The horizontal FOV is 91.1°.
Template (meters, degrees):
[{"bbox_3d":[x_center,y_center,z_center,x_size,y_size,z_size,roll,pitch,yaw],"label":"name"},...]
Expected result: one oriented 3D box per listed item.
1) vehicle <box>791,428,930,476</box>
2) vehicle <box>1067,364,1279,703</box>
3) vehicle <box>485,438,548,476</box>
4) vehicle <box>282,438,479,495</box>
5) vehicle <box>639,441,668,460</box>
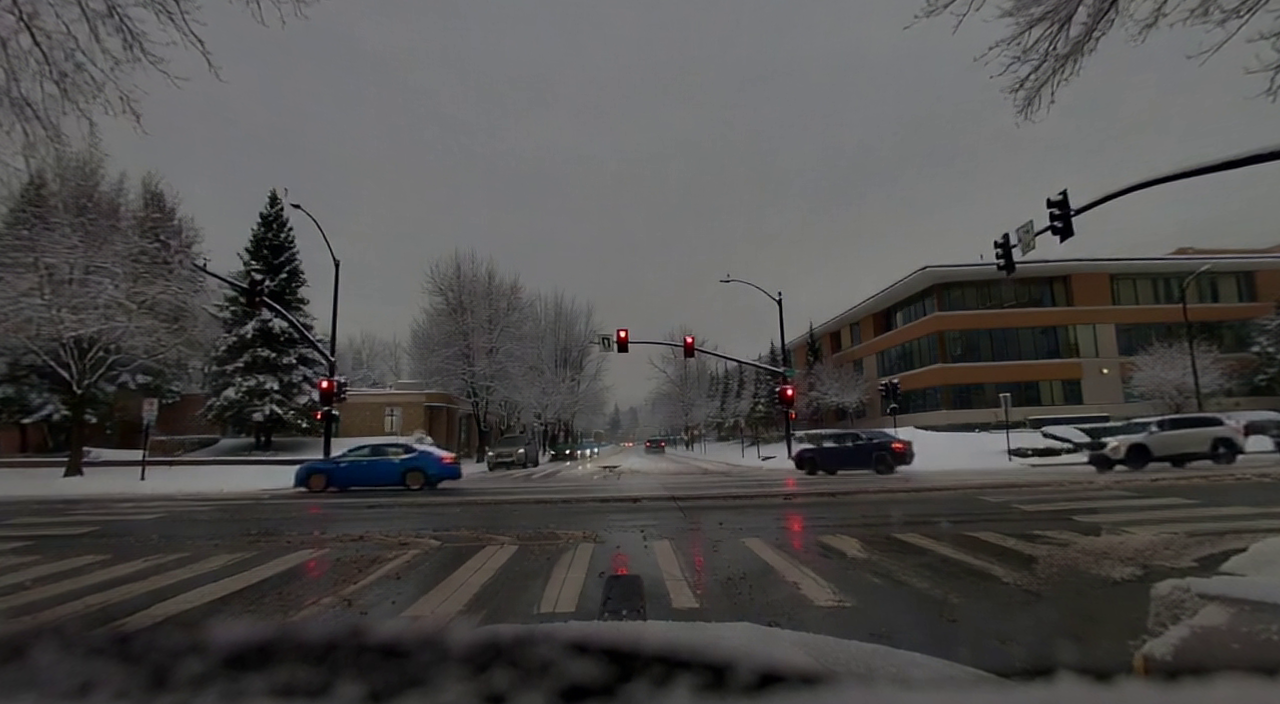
[{"bbox_3d":[8.239,3.744,23.548,4.551,1.625,2.053,-5,-10,29],"label":"vehicle"},{"bbox_3d":[2.889,0.675,0.838,1.947,1.576,3.825,0,-8,1],"label":"vehicle"},{"bbox_3d":[-5.945,5.102,30.752,2.115,1.690,4.322,0,-8,1],"label":"vehicle"},{"bbox_3d":[-7.030,3.129,17.391,4.613,1.443,1.883,0,-8,0],"label":"vehicle"},{"bbox_3d":[1.033,7.757,49.657,2.031,1.442,4.446,0,-8,-2],"label":"vehicle"}]
